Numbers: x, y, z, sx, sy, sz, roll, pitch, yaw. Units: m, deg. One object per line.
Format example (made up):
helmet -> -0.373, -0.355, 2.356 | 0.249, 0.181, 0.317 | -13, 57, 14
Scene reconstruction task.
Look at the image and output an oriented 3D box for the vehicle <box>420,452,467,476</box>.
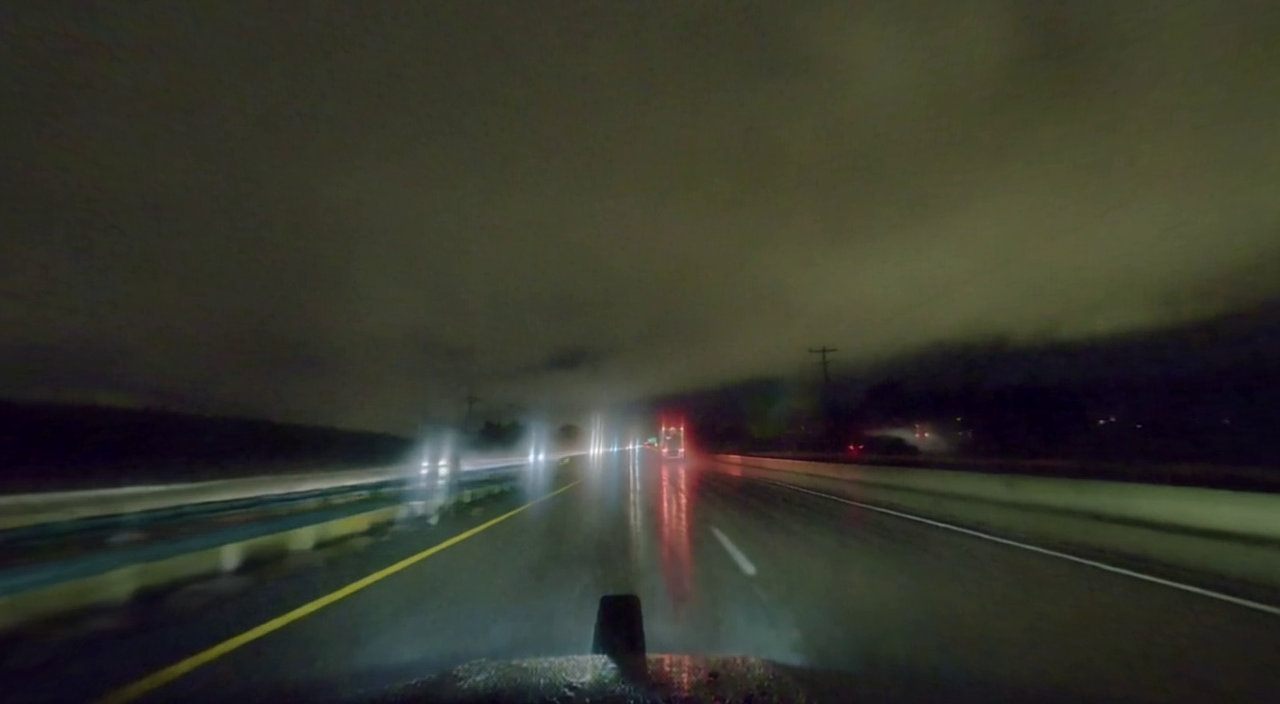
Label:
vehicle -> -13.465, 7.711, 43.195 | 1.831, 1.524, 4.137 | -1, -9, 1
